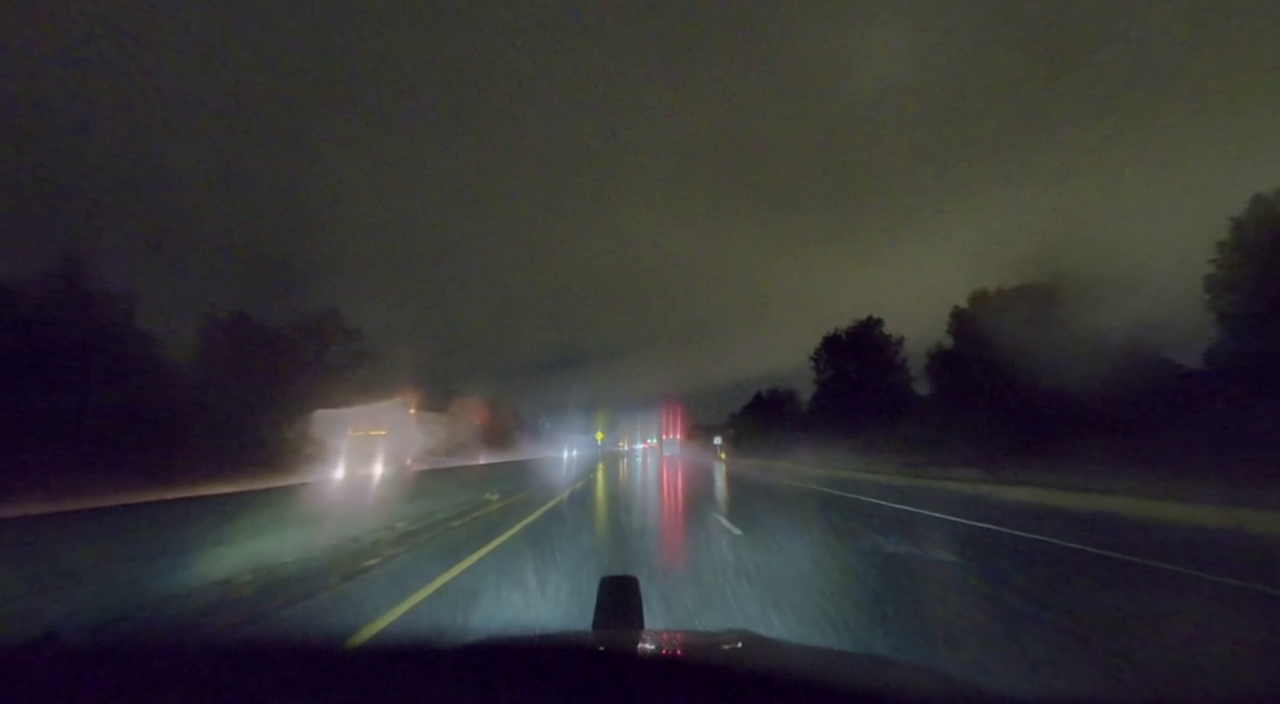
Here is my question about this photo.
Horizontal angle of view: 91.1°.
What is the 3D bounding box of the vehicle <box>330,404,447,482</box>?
[{"bbox_3d":[-14.491,5.462,37.443,2.940,3.967,9.843,0,-9,-1],"label":"vehicle"}]
